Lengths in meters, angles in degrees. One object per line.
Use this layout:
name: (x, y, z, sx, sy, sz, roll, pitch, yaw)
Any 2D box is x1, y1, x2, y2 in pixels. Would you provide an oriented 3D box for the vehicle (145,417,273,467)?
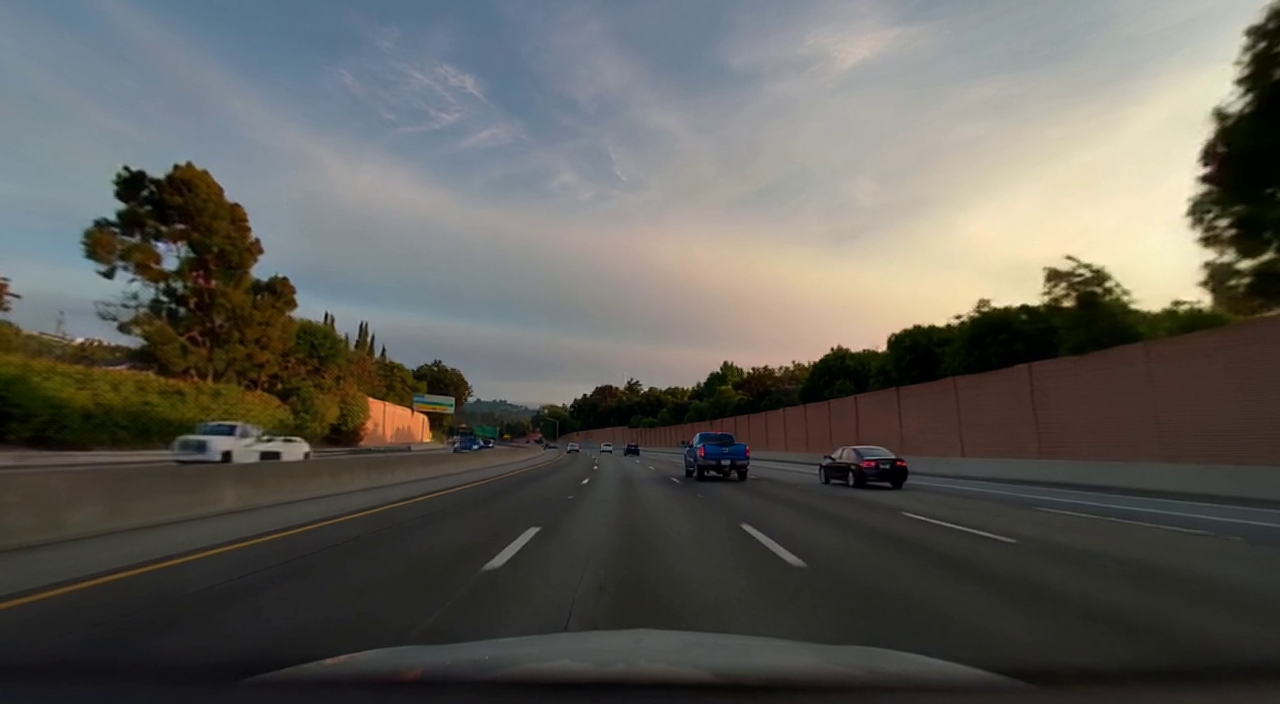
vehicle: (-22.039, 4.670, 32.724, 2.433, 2.292, 6.266, 0, -8, -3)

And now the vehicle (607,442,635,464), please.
vehicle: (-1.561, 7.929, 49.678, 2.050, 1.607, 3.821, 0, -8, -4)

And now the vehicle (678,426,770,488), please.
vehicle: (2.854, 3.752, 22.901, 2.374, 1.952, 5.431, 0, -8, -2)

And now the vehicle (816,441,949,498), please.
vehicle: (7.177, 3.488, 19.355, 1.976, 1.485, 4.925, 0, -8, -2)
